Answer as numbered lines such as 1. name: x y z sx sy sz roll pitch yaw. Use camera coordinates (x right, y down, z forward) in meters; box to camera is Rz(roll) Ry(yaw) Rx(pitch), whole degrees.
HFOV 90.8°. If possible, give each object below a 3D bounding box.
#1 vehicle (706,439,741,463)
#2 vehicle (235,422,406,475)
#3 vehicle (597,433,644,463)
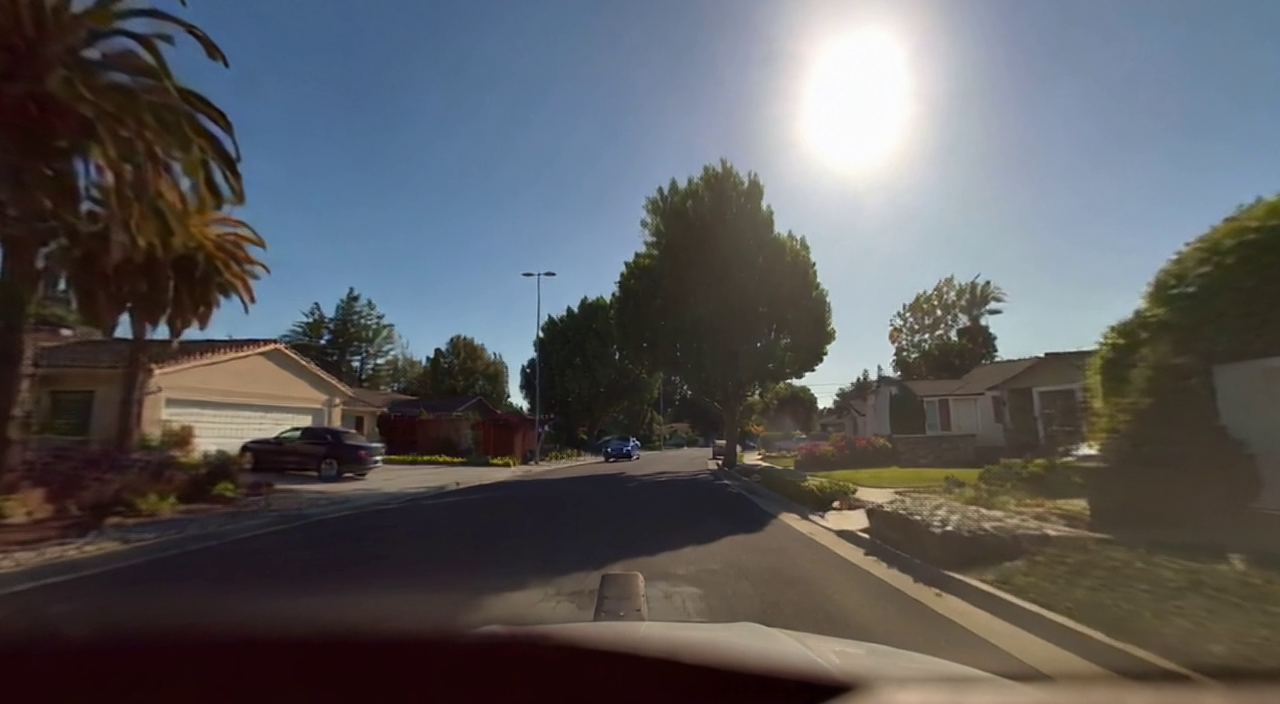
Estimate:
1. vehicle: 6.166 7.355 47.229 2.051 1.676 4.497 0 -8 1
2. vehicle: -12.450 3.791 24.926 5.497 1.983 2.191 0 -8 1
3. vehicle: -1.321 7.125 47.036 2.274 2.008 6.986 -1 -8 9
